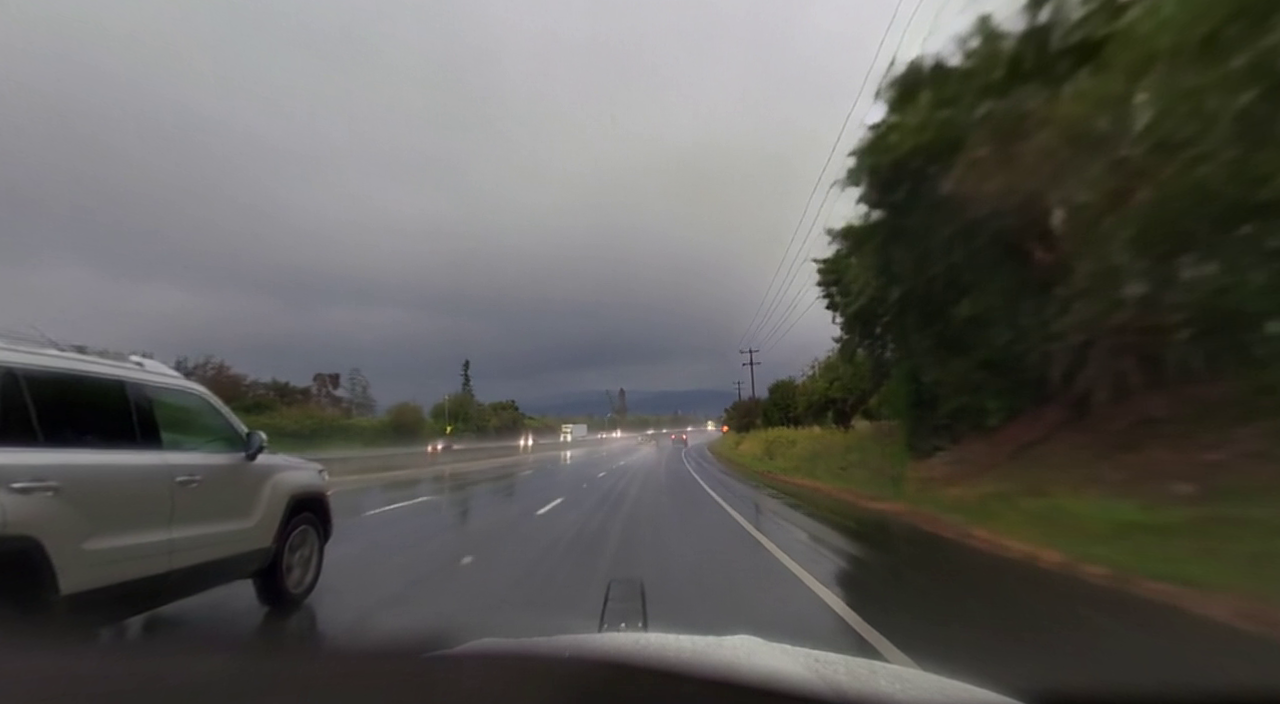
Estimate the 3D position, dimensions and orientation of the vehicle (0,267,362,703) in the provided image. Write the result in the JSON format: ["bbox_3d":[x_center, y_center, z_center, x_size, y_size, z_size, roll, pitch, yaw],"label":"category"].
[{"bbox_3d":[-3.538,0.738,2.900,2.136,1.975,5.037,0,-8,1],"label":"vehicle"}]
